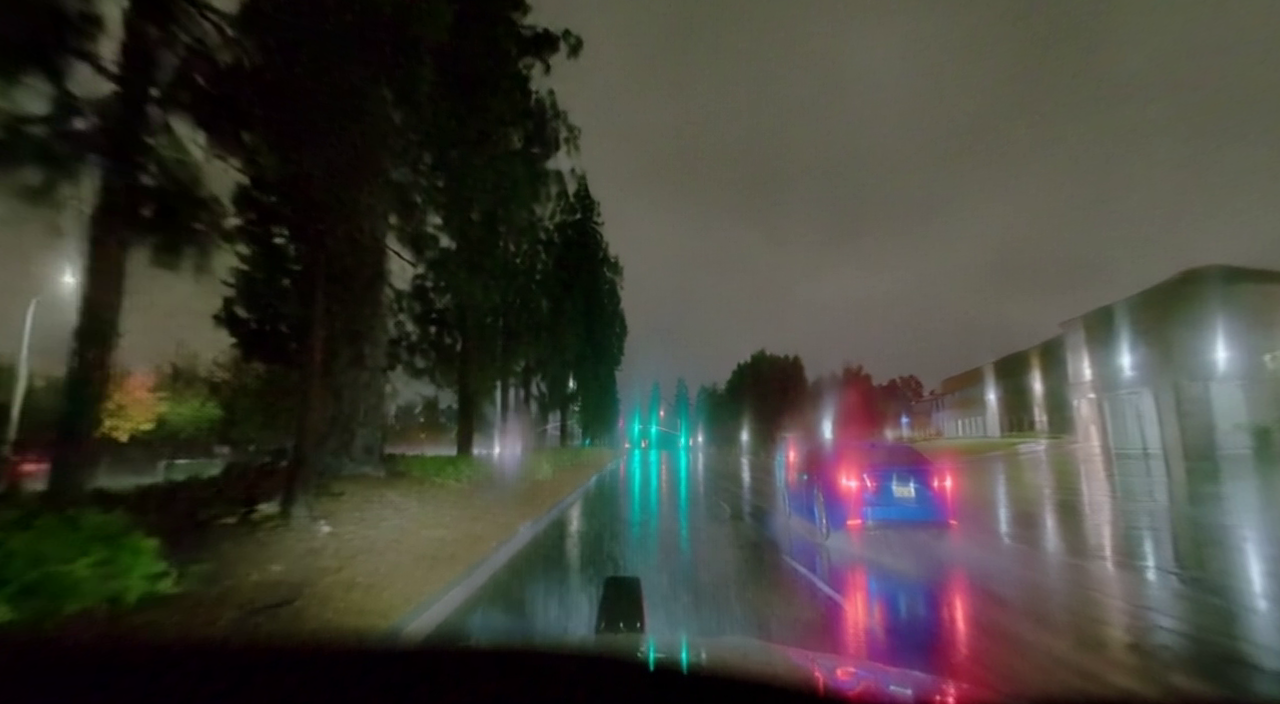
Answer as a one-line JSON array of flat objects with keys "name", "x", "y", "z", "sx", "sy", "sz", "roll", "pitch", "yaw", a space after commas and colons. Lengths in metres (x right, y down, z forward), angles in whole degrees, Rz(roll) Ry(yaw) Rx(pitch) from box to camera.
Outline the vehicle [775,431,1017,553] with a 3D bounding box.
[{"name": "vehicle", "x": 3.605, "y": 2.029, "z": 9.935, "sx": 1.950, "sy": 1.473, "sz": 4.259, "roll": 0, "pitch": -8, "yaw": -1}]
